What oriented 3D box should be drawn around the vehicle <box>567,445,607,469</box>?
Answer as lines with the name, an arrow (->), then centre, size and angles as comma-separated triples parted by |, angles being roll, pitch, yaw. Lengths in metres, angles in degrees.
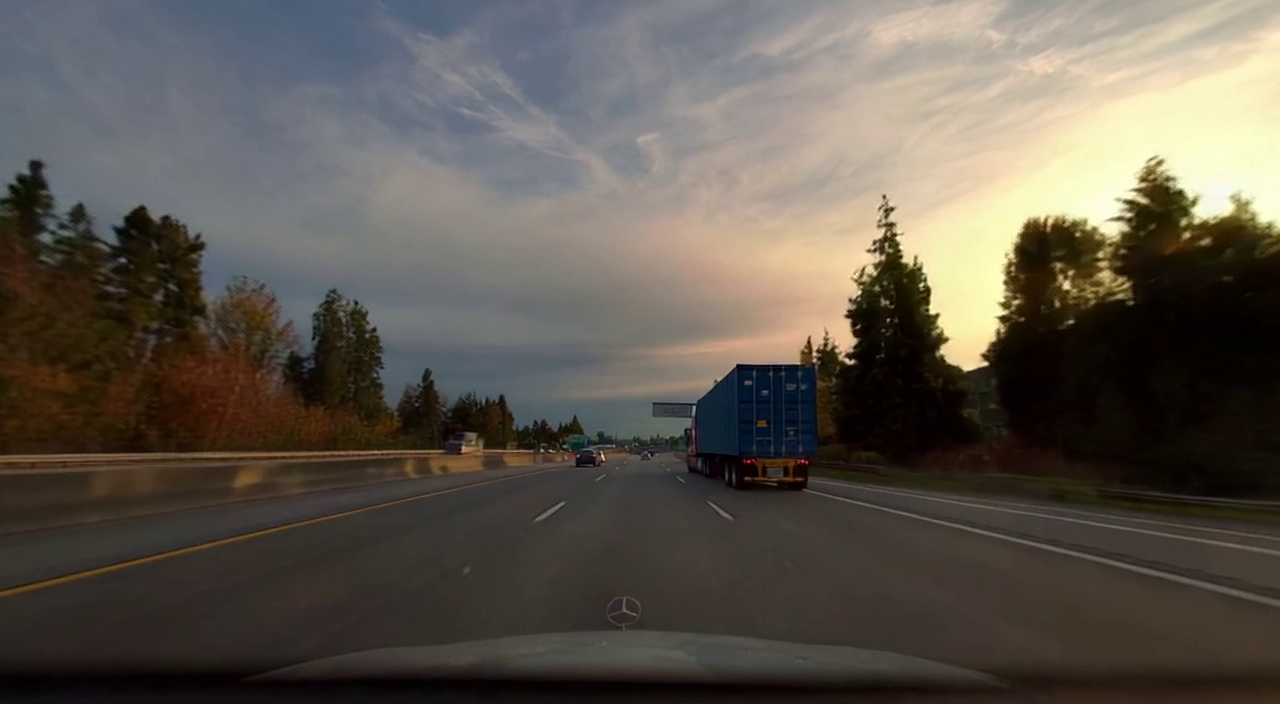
vehicle -> -3.762, 7.625, 45.951 | 2.370, 1.647, 5.091 | 0, -9, 1

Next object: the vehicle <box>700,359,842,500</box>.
vehicle -> 4.365, 3.207, 24.601 | 2.821, 4.046, 12.876 | 0, -9, 0
